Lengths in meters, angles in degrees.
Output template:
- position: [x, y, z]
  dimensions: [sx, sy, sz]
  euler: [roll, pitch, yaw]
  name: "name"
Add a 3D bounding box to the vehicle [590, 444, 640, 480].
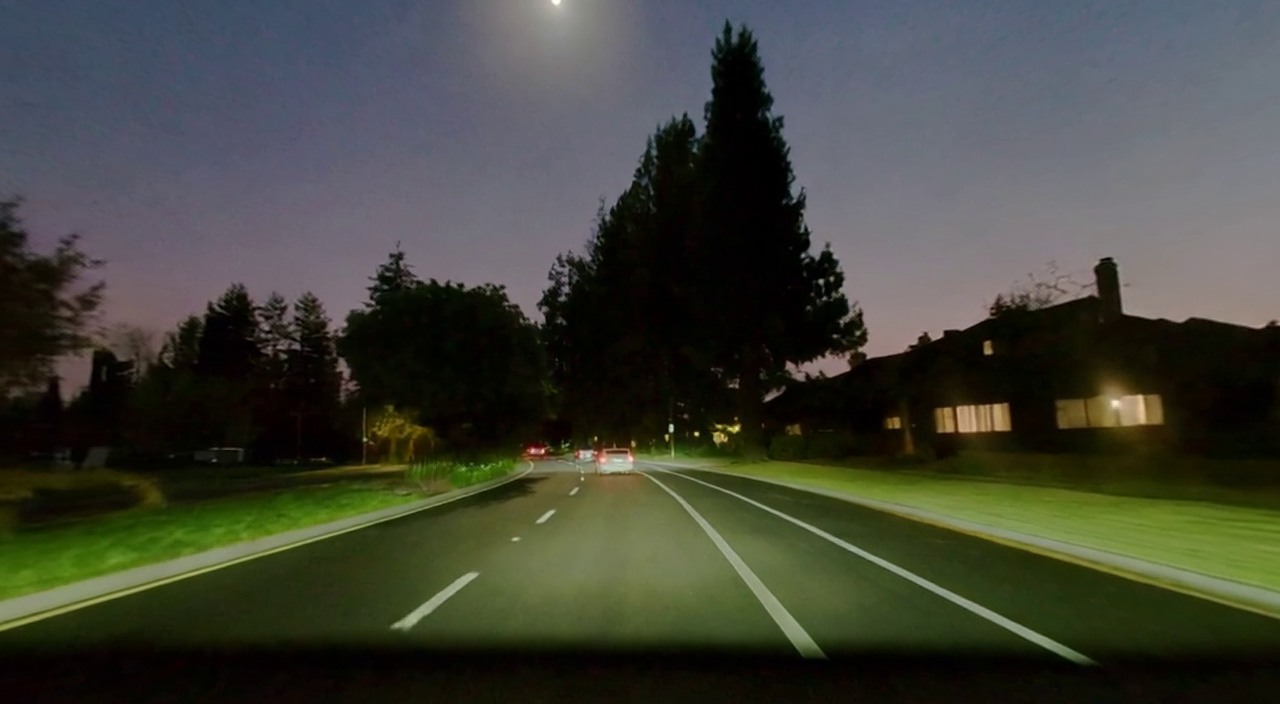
- position: [-1.187, 4.846, 28.191]
  dimensions: [2.009, 1.456, 4.003]
  euler: [1, -8, -5]
  name: "vehicle"
